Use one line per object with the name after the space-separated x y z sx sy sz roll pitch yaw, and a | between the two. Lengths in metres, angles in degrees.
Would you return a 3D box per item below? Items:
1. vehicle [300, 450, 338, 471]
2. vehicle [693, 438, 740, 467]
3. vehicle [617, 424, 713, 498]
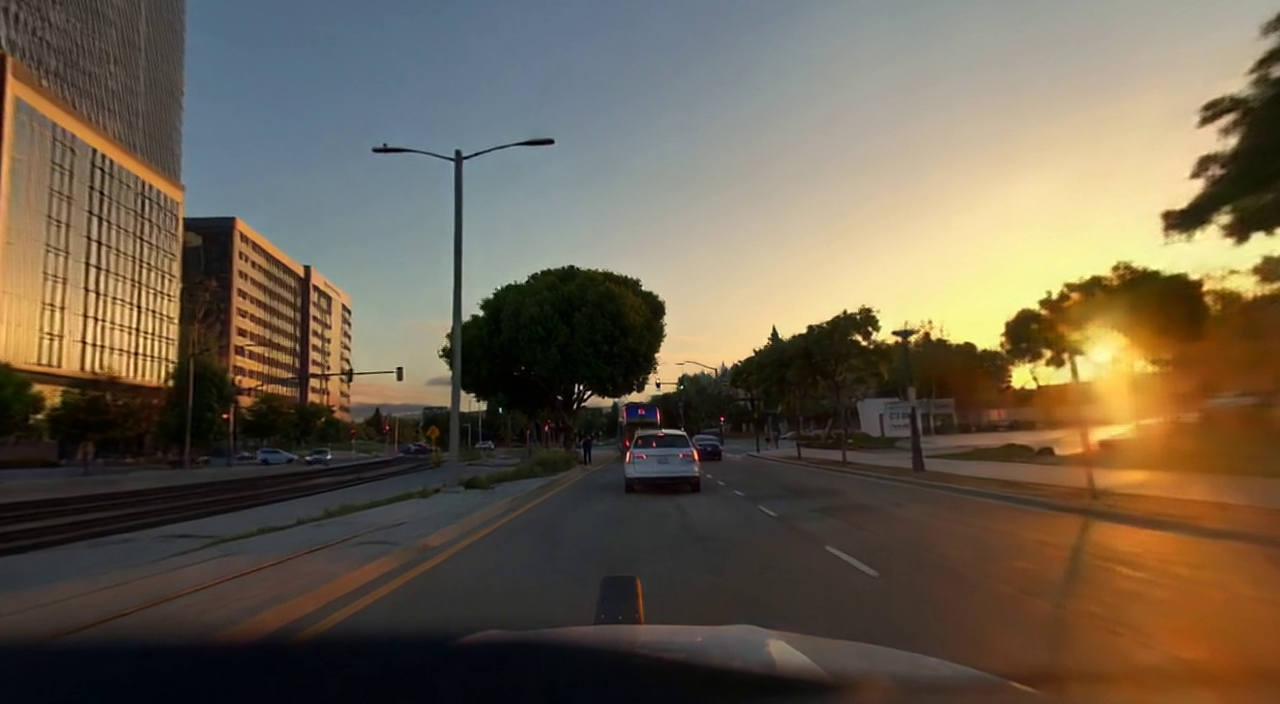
-24.166 8.130 47.519 1.900 1.465 4.781 3 -9 -19 | vehicle
4.085 5.471 34.459 1.916 1.466 4.529 0 -9 -1 | vehicle
0.538 2.821 16.534 2.190 1.684 4.084 0 -9 -1 | vehicle
